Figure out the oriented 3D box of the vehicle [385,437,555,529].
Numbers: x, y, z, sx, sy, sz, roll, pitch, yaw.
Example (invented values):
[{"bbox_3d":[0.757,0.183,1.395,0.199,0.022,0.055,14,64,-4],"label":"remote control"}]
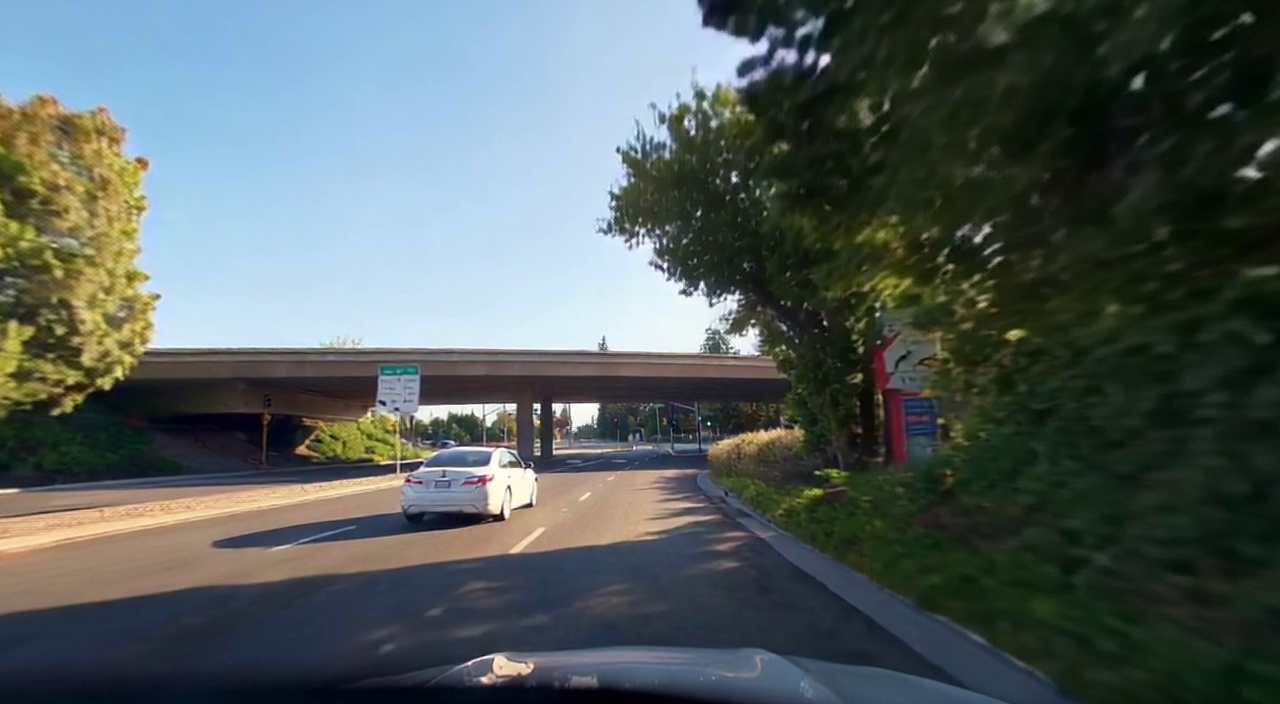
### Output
[{"bbox_3d":[-3.078,2.499,12.593,1.963,1.460,4.614,-1,-9,2],"label":"vehicle"}]
